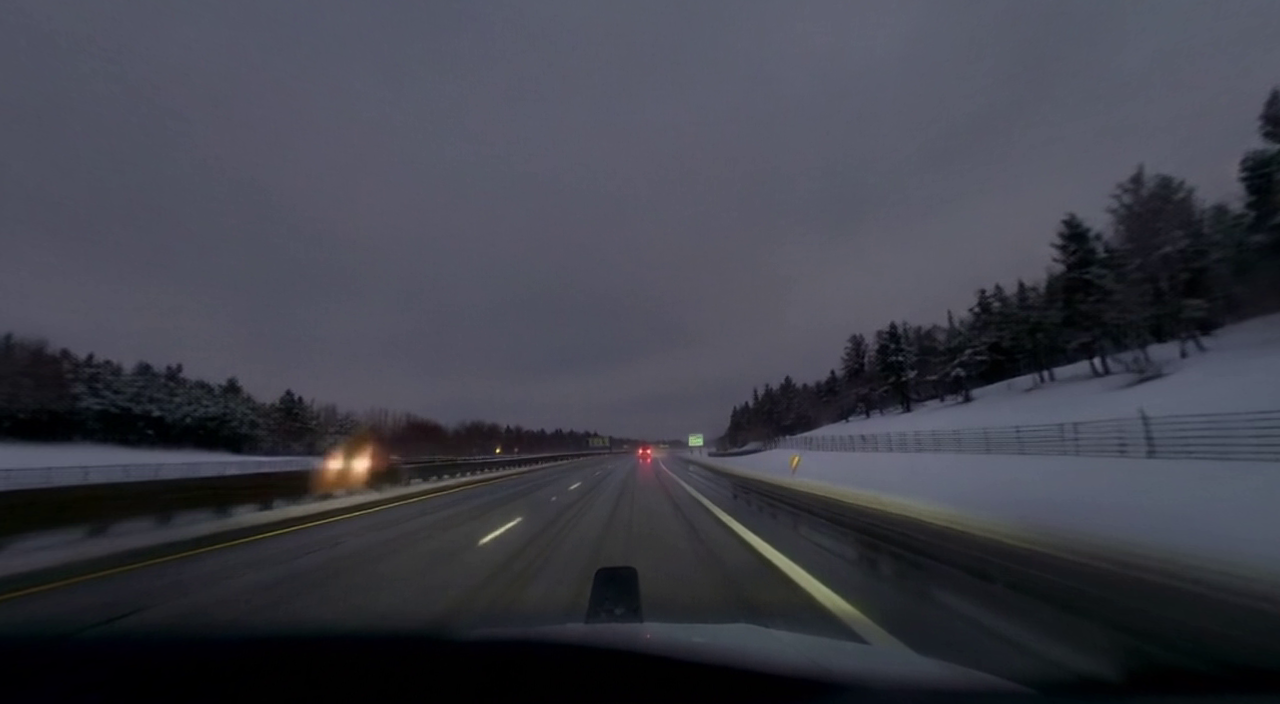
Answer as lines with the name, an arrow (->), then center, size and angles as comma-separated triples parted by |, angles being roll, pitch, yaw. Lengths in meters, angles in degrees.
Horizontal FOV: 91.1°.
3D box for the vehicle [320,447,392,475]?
vehicle -> -16.325, 6.279, 36.421 | 1.870, 1.465, 4.860 | 0, -9, 0
